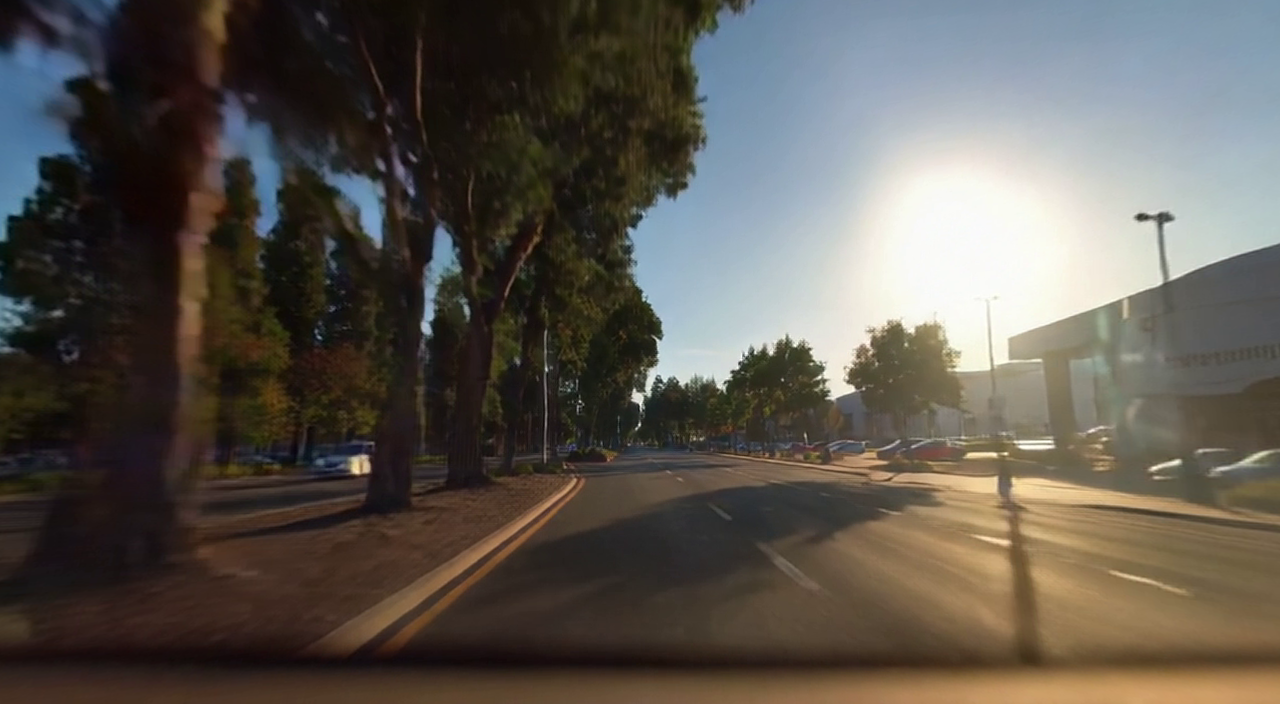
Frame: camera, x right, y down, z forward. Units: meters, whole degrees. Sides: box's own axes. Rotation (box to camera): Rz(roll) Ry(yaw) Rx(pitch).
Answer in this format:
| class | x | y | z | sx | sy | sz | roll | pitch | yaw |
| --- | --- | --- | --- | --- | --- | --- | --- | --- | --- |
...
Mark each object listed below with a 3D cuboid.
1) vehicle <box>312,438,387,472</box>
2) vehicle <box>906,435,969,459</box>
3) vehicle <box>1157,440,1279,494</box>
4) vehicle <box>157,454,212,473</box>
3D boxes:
| class | x | y | z | sx | sy | sz | roll | pitch | yaw |
| --- | --- | --- | --- | --- | --- | --- | --- | --- | --- |
| vehicle | -16.069 | 5.719 | 35.301 | 1.875 | 1.766 | 4.824 | 0 | -8 | 0 |
| vehicle | 21.039 | 6.756 | 44.862 | 1.941 | 1.511 | 4.690 | -2 | -9 | -3 |
| vehicle | 17.758 | 3.414 | 18.970 | 3.949 | 1.451 | 1.861 | 4 | -10 | -26 |
| vehicle | -34.681 | 8.465 | 48.130 | 3.574 | 1.381 | 1.824 | -4 | -9 | 26 |
